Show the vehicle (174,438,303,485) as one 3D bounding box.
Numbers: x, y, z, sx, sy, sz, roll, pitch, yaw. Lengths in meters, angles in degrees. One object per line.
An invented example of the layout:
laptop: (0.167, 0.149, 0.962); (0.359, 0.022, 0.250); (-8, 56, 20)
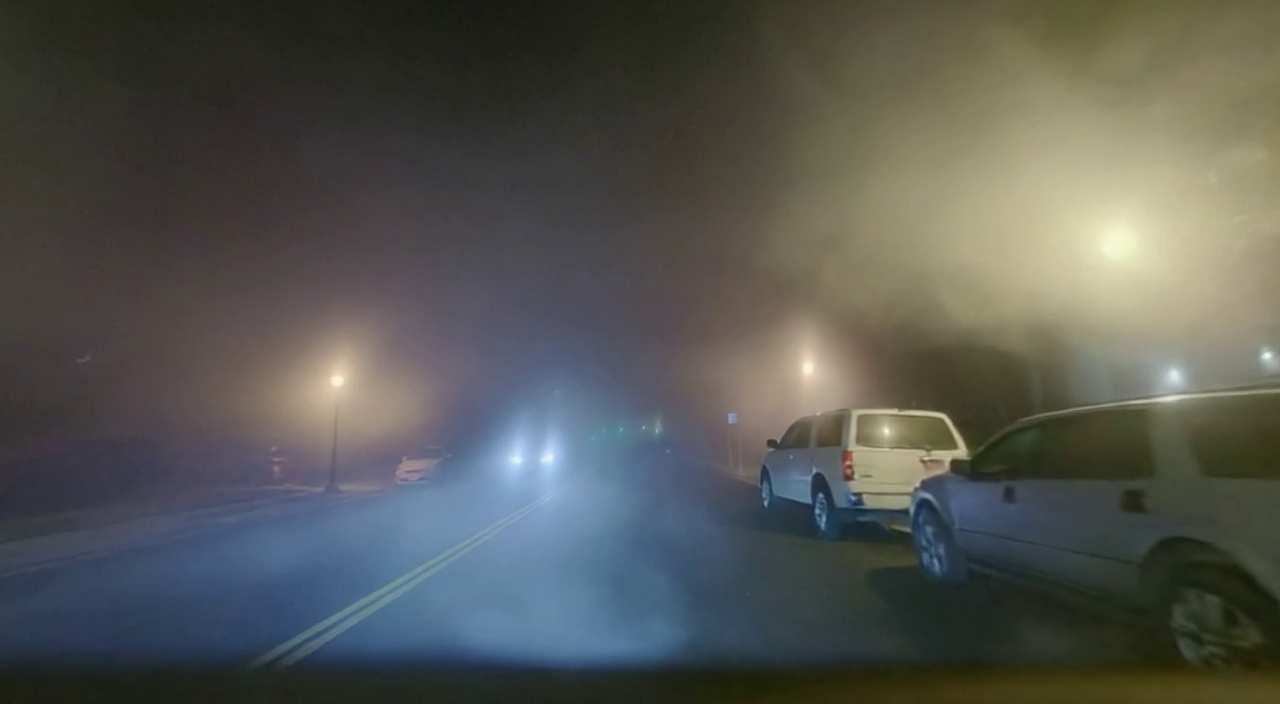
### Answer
vehicle: (-15.898, 4.302, 25.031); (4.696, 1.681, 1.905); (-4, -9, 24)

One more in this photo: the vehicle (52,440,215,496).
vehicle: (-15.926, 3.597, 19.869); (4.394, 1.577, 2.006); (-4, -9, 22)

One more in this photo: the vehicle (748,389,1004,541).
vehicle: (3.614, 1.883, 11.093); (2.393, 2.012, 5.060); (0, -8, -2)

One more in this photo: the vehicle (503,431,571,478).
vehicle: (-4.150, 4.223, 26.238); (2.088, 1.772, 4.375); (0, -8, 0)

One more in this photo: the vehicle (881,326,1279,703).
vehicle: (3.837, 1.000, 4.300); (2.094, 1.789, 5.286); (0, -8, -3)

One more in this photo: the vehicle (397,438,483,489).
vehicle: (-7.449, 4.164, 23.942); (1.928, 1.537, 4.439); (-5, -8, -3)

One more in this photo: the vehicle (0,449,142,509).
vehicle: (-15.902, 3.314, 16.900); (4.400, 1.399, 2.047); (-4, -9, 22)
